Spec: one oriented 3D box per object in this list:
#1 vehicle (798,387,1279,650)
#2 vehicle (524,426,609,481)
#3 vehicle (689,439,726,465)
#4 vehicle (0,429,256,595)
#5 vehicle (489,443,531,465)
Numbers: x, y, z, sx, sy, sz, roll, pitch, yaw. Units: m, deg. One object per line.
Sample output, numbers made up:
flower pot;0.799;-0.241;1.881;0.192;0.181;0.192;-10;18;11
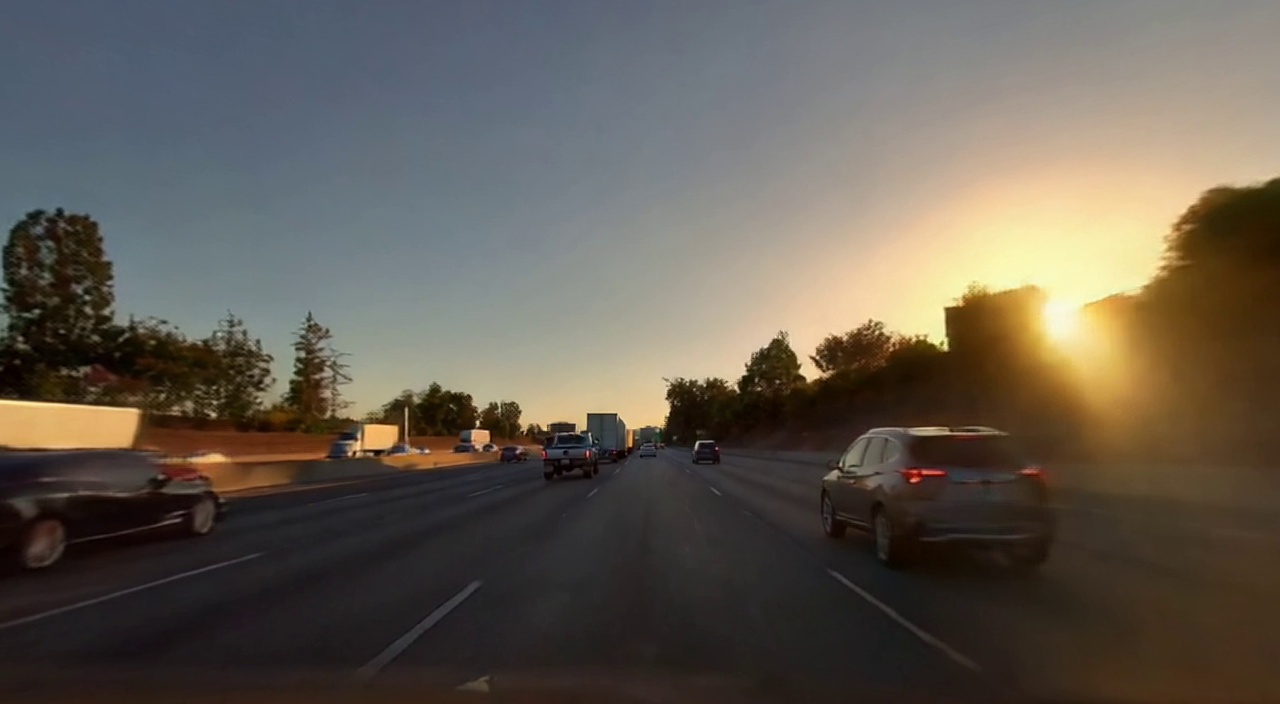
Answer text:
vehicle;3.145;1.375;6.242;2.028;1.658;4.334;0;-8;0
vehicle;-2.884;4.227;26.582;2.645;2.023;6.491;-1;-8;2
vehicle;4.541;6.763;42.744;2.026;1.661;3.865;0;-8;-1
vehicle;-6.932;1.698;7.336;2.235;1.506;4.159;0;-8;1
vehicle;-9.497;7.515;46.606;1.981;1.495;4.834;0;-8;1
